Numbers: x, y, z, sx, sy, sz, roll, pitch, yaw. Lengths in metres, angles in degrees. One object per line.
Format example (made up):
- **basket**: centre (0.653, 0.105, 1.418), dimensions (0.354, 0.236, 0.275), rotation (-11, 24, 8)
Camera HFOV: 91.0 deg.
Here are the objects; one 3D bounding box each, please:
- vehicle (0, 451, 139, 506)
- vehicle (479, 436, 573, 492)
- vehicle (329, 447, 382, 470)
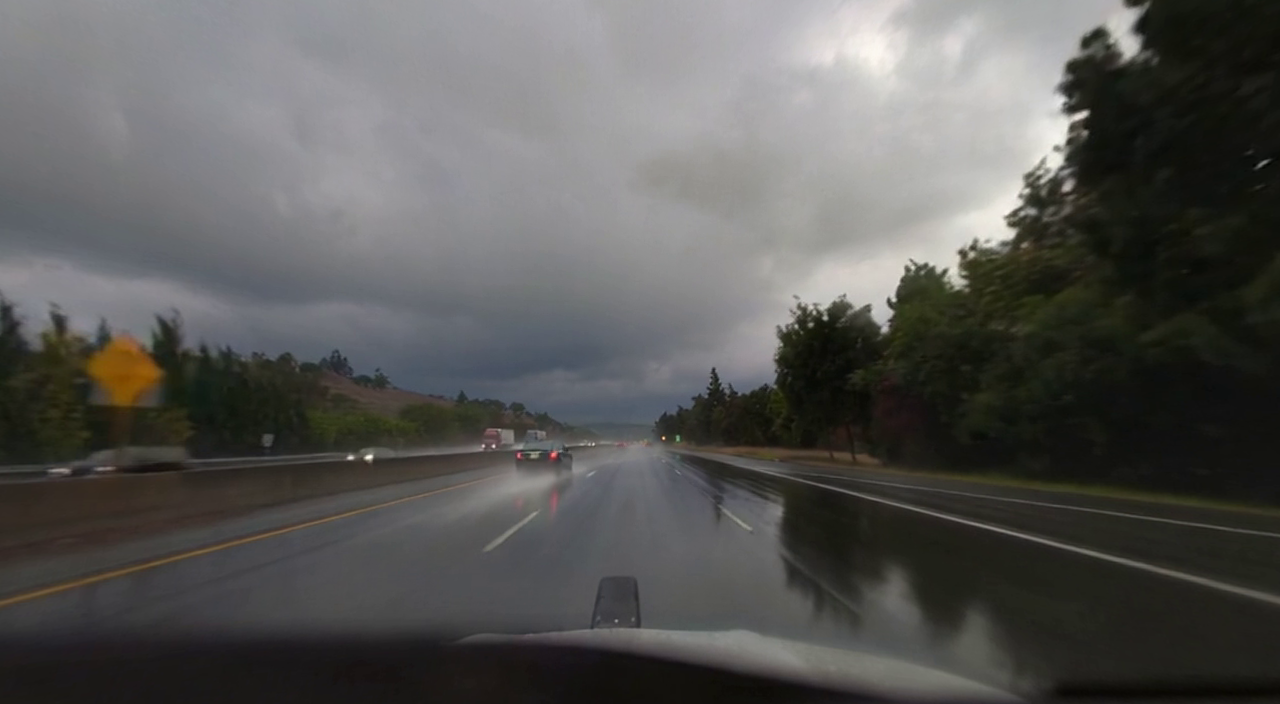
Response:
- **vehicle**: centre (-18.495, 3.916, 19.855), dimensions (1.868, 1.466, 4.235), rotation (-1, -8, 1)
- **vehicle**: centre (-3.501, 3.526, 20.248), dimensions (2.158, 1.562, 4.373), rotation (-1, -8, 1)
- **vehicle**: centre (-20.273, 7.554, 45.002), dimensions (1.918, 1.521, 4.021), rotation (0, -8, -1)
